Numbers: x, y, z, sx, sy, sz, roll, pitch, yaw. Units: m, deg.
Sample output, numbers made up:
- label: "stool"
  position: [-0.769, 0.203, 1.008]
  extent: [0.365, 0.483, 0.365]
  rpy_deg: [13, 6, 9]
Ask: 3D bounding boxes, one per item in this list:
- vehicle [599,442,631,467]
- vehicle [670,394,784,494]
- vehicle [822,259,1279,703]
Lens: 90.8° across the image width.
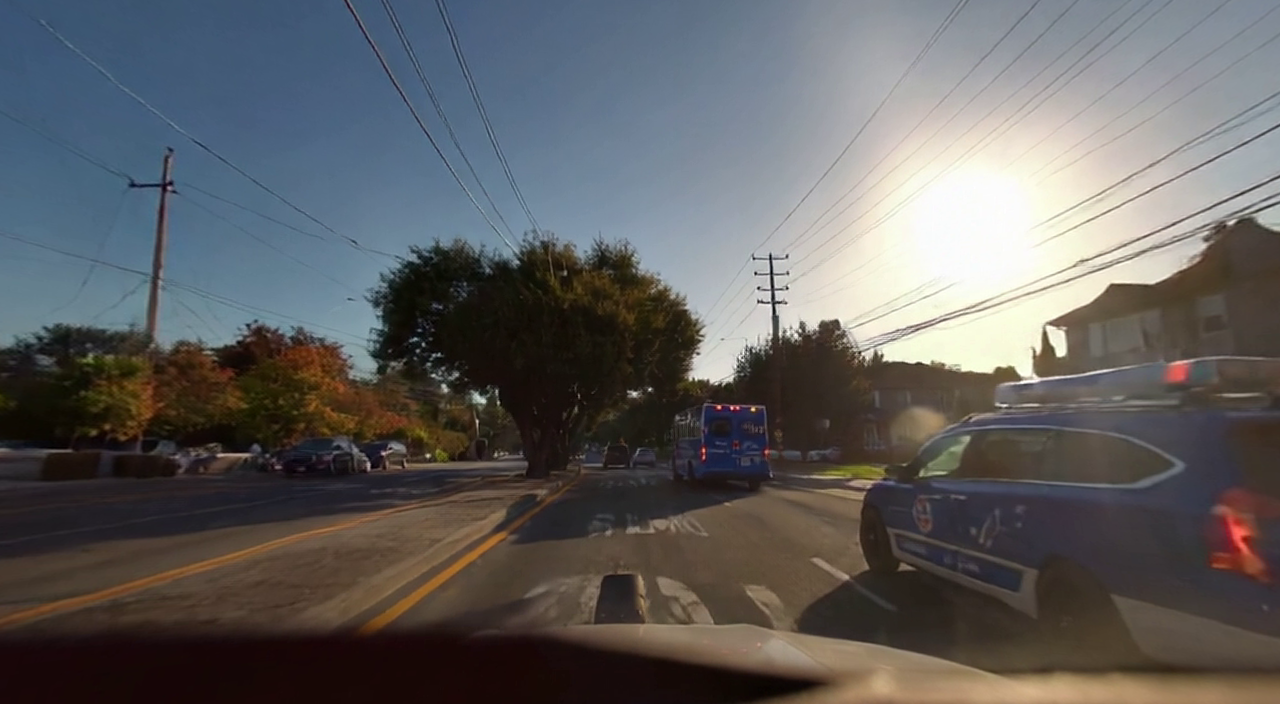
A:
- label: "vehicle"
  position: [-1.845, 7.410, 45.929]
  extent: [2.114, 1.707, 3.725]
  rpy_deg: [1, -8, -6]
- label: "vehicle"
  position: [2.499, 2.881, 19.969]
  extent: [2.406, 2.687, 5.521]
  rpy_deg: [0, -8, -4]
- label: "vehicle"
  position: [3.066, 0.957, 4.023]
  extent: [2.194, 1.922, 4.822]
  rpy_deg: [0, -8, -2]
